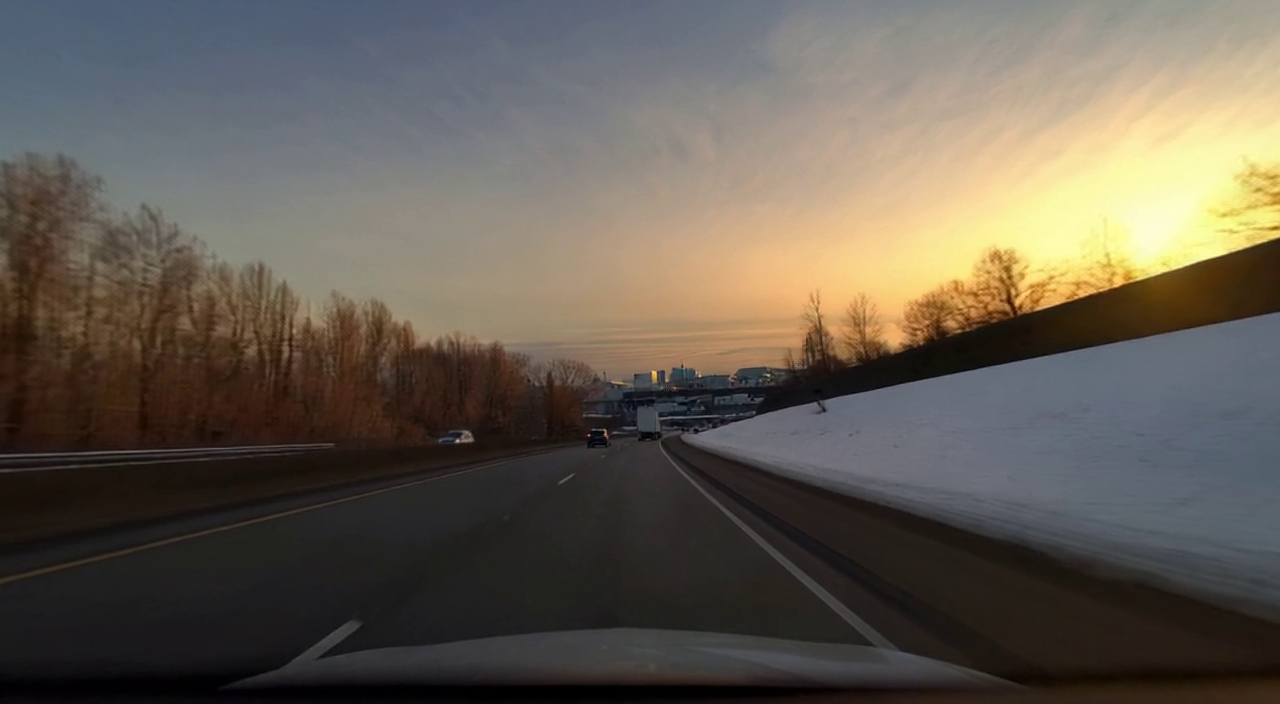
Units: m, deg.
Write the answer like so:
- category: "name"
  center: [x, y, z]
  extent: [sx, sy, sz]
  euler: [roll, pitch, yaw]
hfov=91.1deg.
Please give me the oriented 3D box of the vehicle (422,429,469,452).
- category: "vehicle"
  center: [-13.654, 6.235, 44.446]
  extent: [1.904, 1.578, 4.194]
  euler: [0, -7, 1]

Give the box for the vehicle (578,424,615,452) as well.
- category: "vehicle"
  center: [-2.724, 5.485, 40.193]
  extent: [2.018, 1.678, 4.312]
  euler: [0, -8, 1]
